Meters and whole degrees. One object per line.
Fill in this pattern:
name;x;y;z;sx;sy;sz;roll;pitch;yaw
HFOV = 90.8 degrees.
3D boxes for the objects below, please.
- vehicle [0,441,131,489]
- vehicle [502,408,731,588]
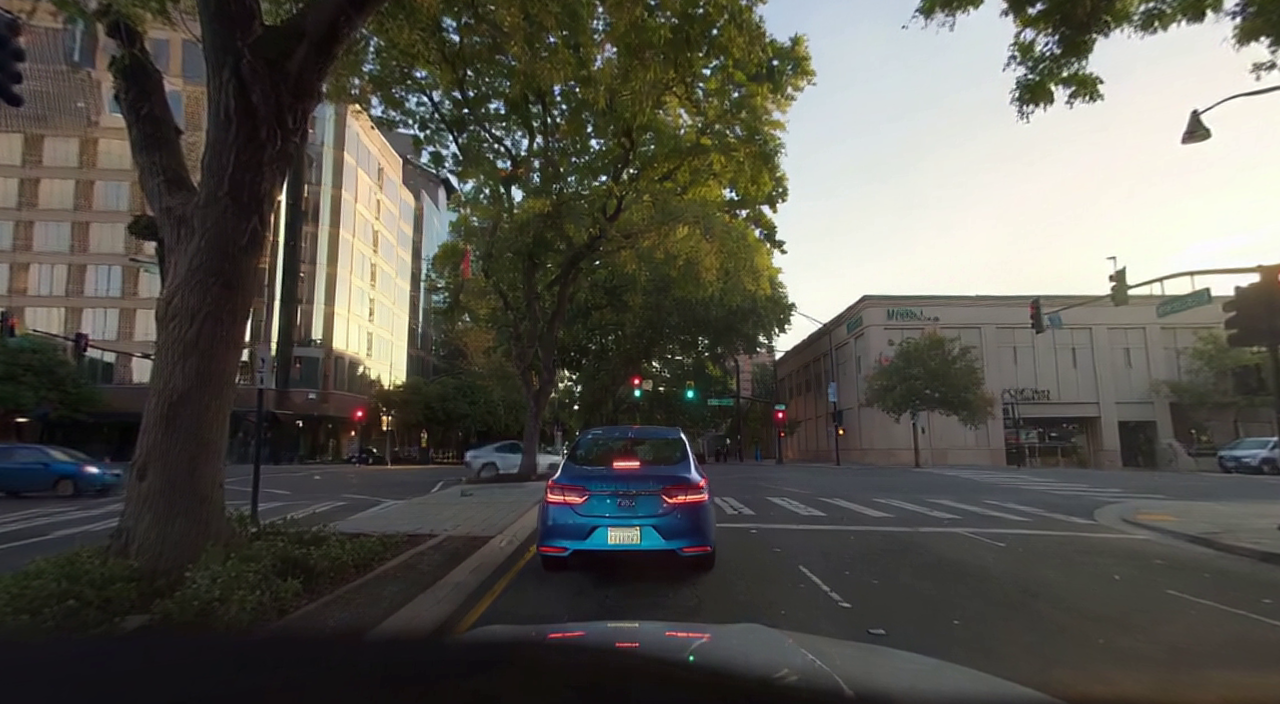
vehicle;-21.615;4.025;22.661;4.891;1.591;2.067;0;-8;0
vehicle;-0.243;1.611;7.760;2.066;1.618;3.922;0;-8;-1
